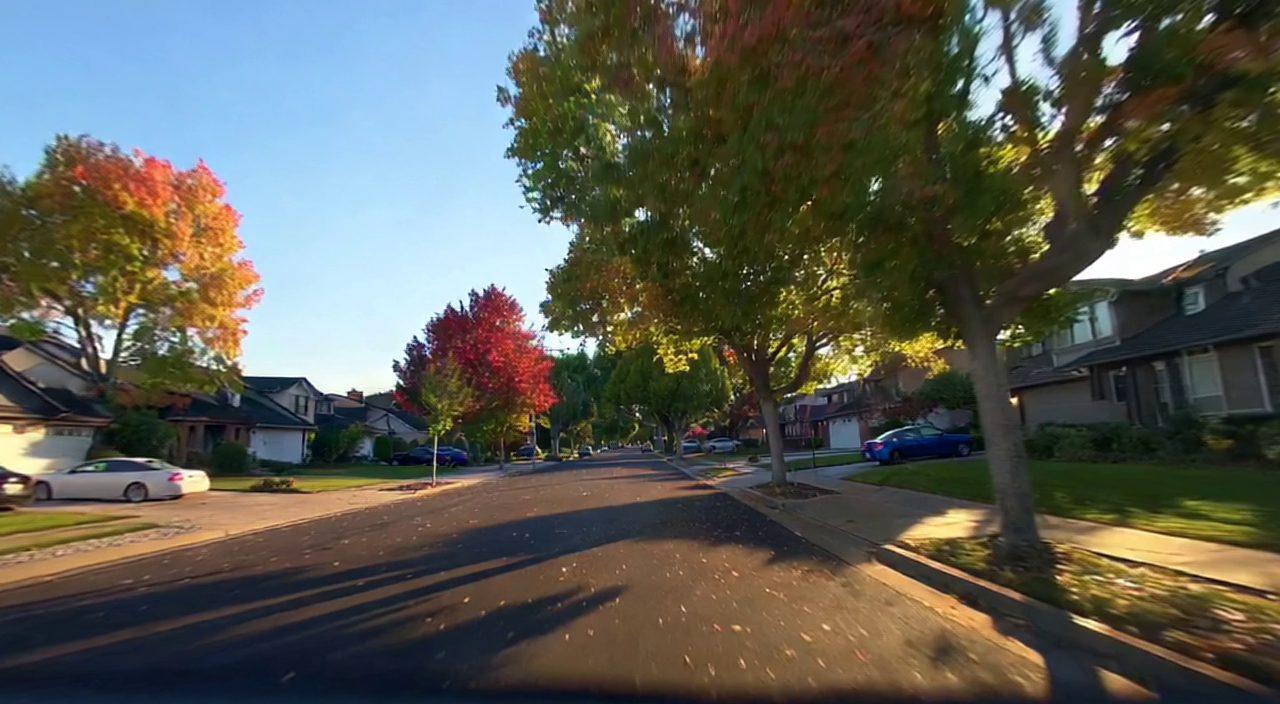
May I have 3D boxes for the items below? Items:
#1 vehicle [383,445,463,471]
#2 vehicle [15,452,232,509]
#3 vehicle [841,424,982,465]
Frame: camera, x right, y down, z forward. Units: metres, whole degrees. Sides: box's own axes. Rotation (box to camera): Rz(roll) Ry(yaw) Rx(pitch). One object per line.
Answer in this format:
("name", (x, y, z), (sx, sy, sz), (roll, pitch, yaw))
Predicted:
("vehicle", (-15.303, 7.490, 44.677), (4.830, 1.725, 2.116), (0, -9, 1))
("vehicle", (-14.875, 3.696, 18.441), (4.492, 1.501, 1.903), (1, -9, -5))
("vehicle", (10.230, 3.524, 24.084), (4.422, 1.488, 2.013), (0, -8, 0))
